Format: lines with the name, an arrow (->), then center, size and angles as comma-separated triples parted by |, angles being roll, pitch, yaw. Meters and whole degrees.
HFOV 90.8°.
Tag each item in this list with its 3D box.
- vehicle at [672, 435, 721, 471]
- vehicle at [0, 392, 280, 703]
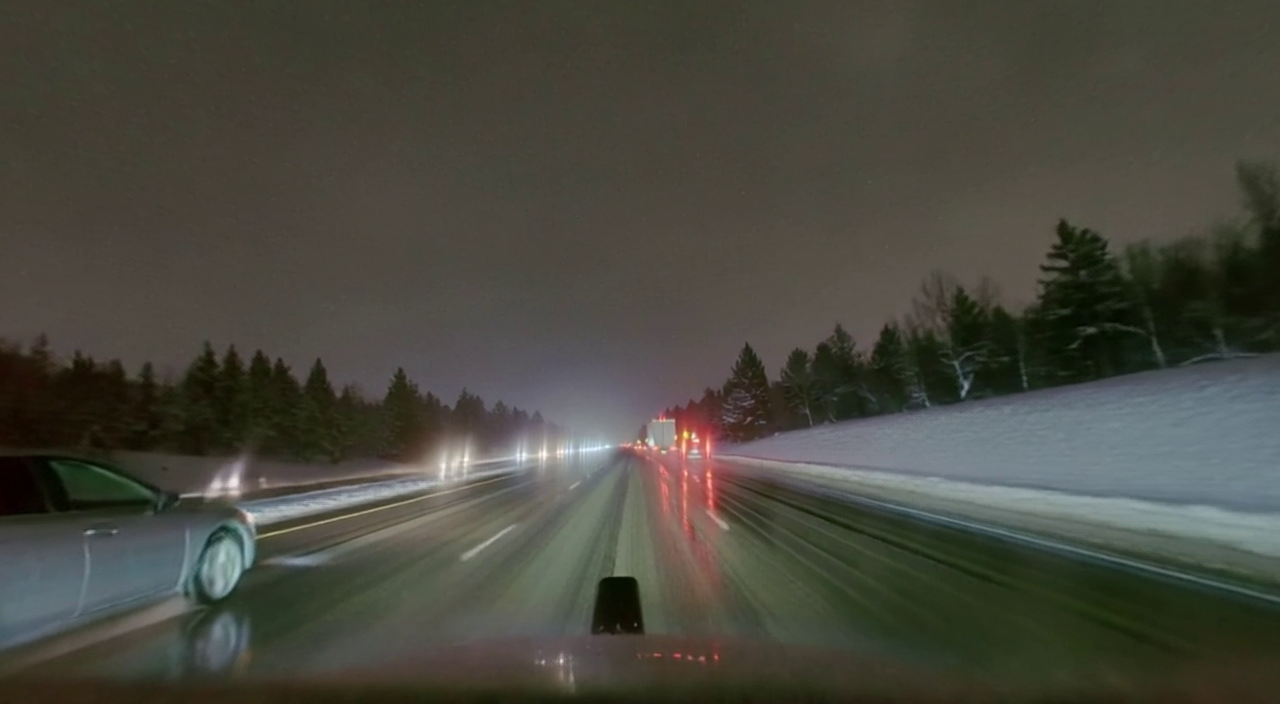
vehicle -> 2.886, 5.244, 33.057 | 2.065, 1.760, 4.488 | 0, -8, -1
vehicle -> -4.225, 1.023, 3.288 | 1.903, 1.607, 4.770 | 0, -8, 0
